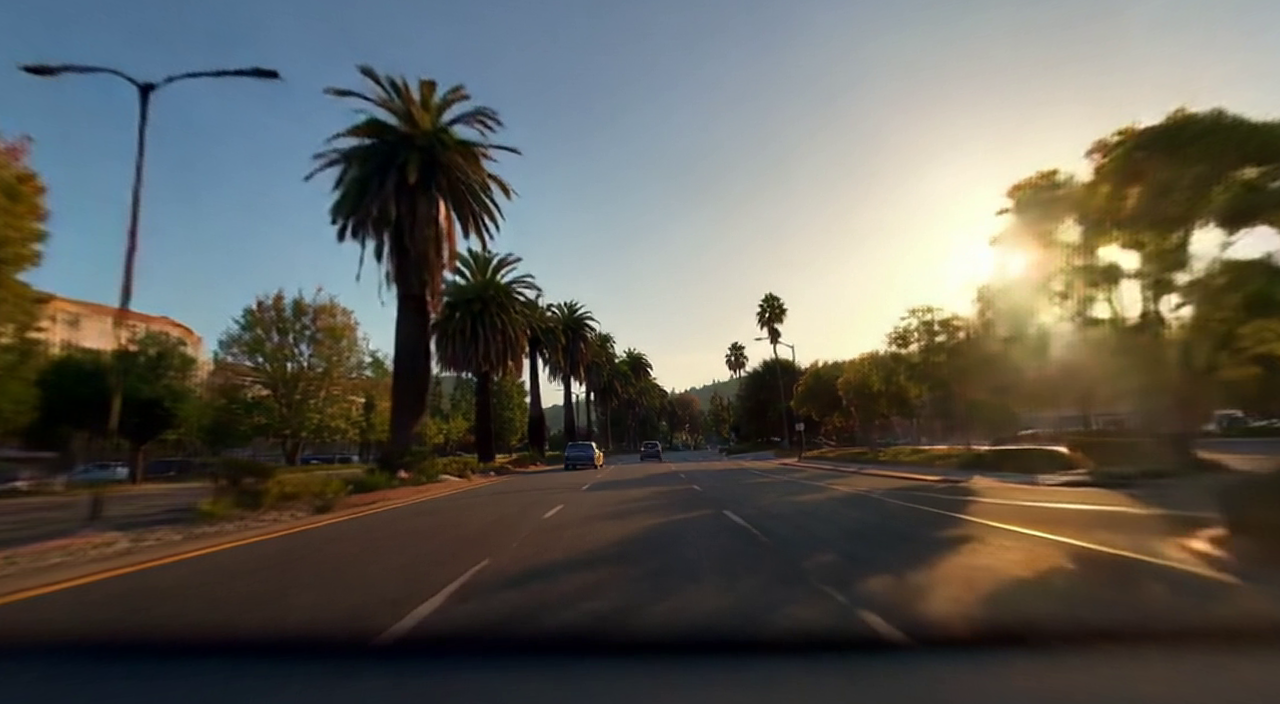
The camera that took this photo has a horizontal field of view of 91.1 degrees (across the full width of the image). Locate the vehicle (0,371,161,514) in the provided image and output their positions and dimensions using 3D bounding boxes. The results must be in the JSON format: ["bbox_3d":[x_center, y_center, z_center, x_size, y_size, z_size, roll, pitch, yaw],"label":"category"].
[{"bbox_3d":[-21.108,2.559,17.285,2.968,4.370,16.176,-1,-7,1],"label":"vehicle"}]

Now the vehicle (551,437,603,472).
[{"bbox_3d":[-3.438,5.709,35.093,2.188,1.819,4.667,-1,-8,3],"label":"vehicle"}]
